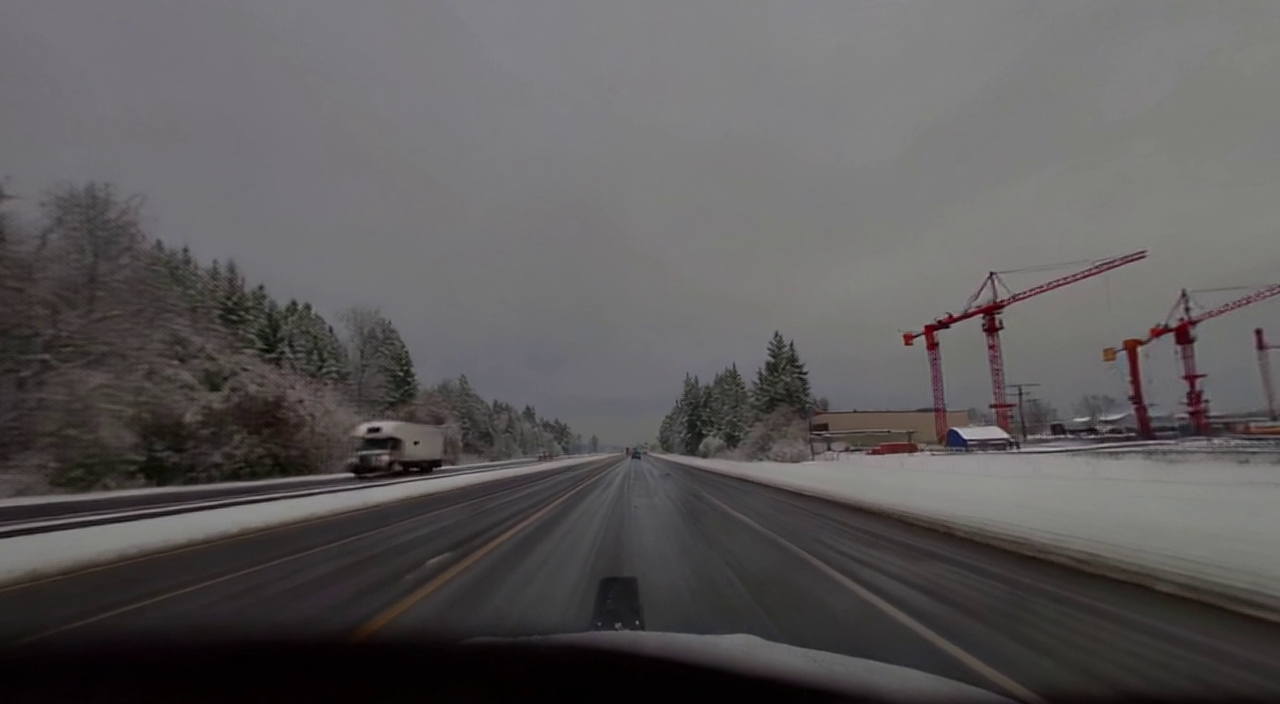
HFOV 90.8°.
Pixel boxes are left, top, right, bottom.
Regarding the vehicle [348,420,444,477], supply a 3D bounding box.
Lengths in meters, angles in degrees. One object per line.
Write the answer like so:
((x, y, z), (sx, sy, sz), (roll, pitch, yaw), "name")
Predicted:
((-16.430, 6.638, 43.351), (2.917, 3.480, 8.865), (0, -9, 1), "vehicle")
